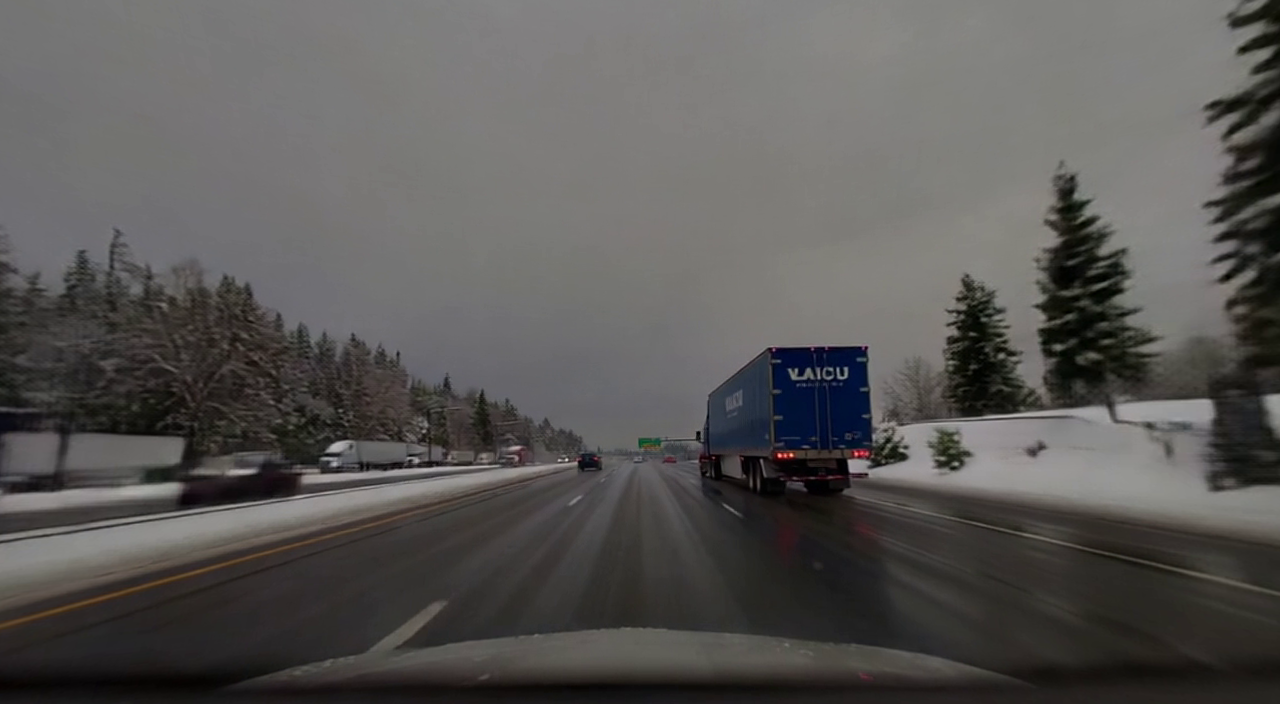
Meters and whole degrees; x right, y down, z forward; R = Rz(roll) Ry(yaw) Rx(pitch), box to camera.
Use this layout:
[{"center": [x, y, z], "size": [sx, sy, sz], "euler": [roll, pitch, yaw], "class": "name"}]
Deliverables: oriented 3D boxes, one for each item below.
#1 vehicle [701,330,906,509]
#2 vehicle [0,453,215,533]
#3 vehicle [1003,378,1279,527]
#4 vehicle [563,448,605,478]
[{"center": [4.395, 2.612, 21.518], "size": [2.847, 4.075, 14.244], "euler": [0, -9, -1], "class": "vehicle"}, {"center": [-12.029, 3.068, 14.315], "size": [1.793, 1.455, 4.263], "euler": [0, -9, 0], "class": "vehicle"}, {"center": [18.632, 3.602, 22.531], "size": [2.828, 3.967, 14.191], "euler": [2, -9, 0], "class": "vehicle"}, {"center": [-3.291, 6.599, 37.667], "size": [2.107, 1.626, 4.804], "euler": [0, -9, 0], "class": "vehicle"}]
